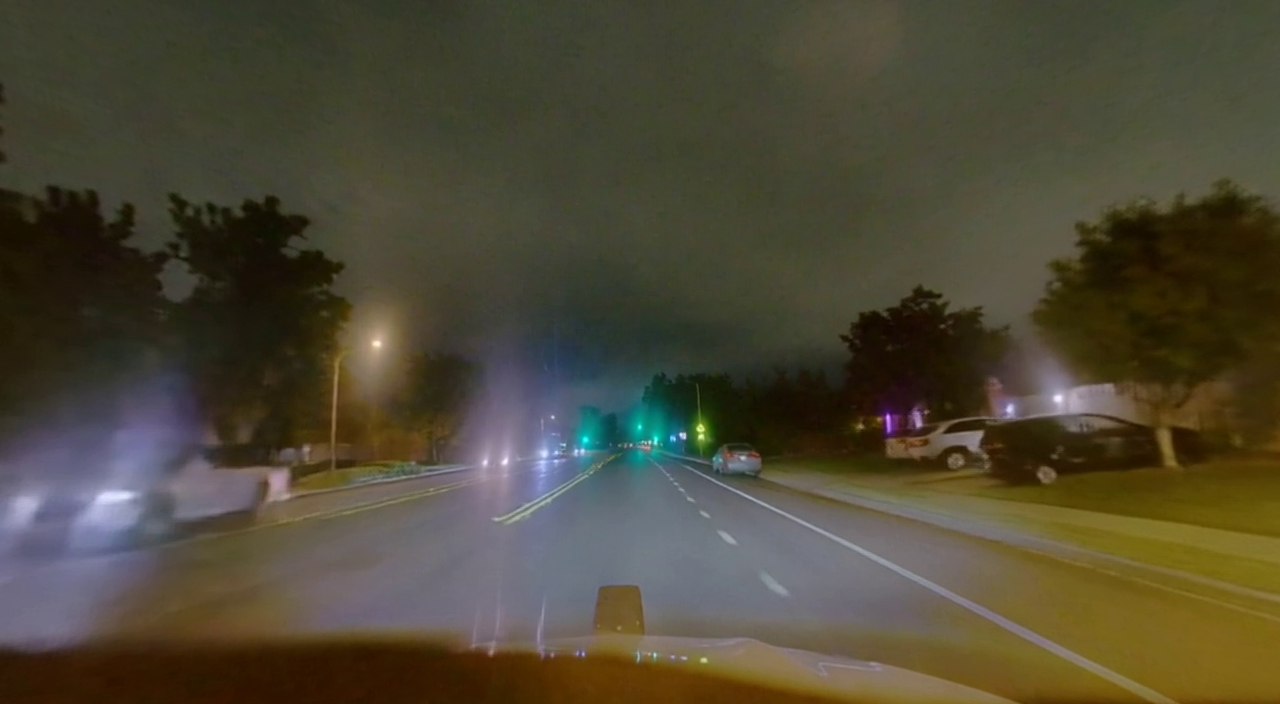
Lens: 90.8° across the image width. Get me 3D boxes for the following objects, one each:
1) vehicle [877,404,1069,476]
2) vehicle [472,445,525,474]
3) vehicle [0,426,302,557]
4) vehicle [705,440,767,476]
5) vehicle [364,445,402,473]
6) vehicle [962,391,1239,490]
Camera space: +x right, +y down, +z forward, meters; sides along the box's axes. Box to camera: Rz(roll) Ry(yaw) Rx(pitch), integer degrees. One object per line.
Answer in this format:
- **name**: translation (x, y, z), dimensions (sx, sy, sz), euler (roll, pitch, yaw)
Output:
- **vehicle**: translation (10.225, 2.776, 19.802), dimensions (4.578, 2.084, 2.428), euler (-1, -8, 2)
- **vehicle**: translation (-8.297, 6.312, 37.430), dimensions (2.005, 1.589, 4.648), euler (0, -8, 1)
- **vehicle**: translation (-8.560, 2.369, 11.546), dimensions (2.146, 1.869, 4.654), euler (0, -8, 0)
- **vehicle**: translation (4.227, 4.735, 28.526), dimensions (2.011, 1.458, 4.633), euler (0, -8, -1)
- **vehicle**: translation (-18.789, 7.810, 46.450), dimensions (2.141, 1.797, 5.403), euler (3, -8, -18)
- **vehicle**: translation (10.760, 2.113, 15.015), dimensions (4.964, 1.739, 2.184), euler (-4, -10, -8)
